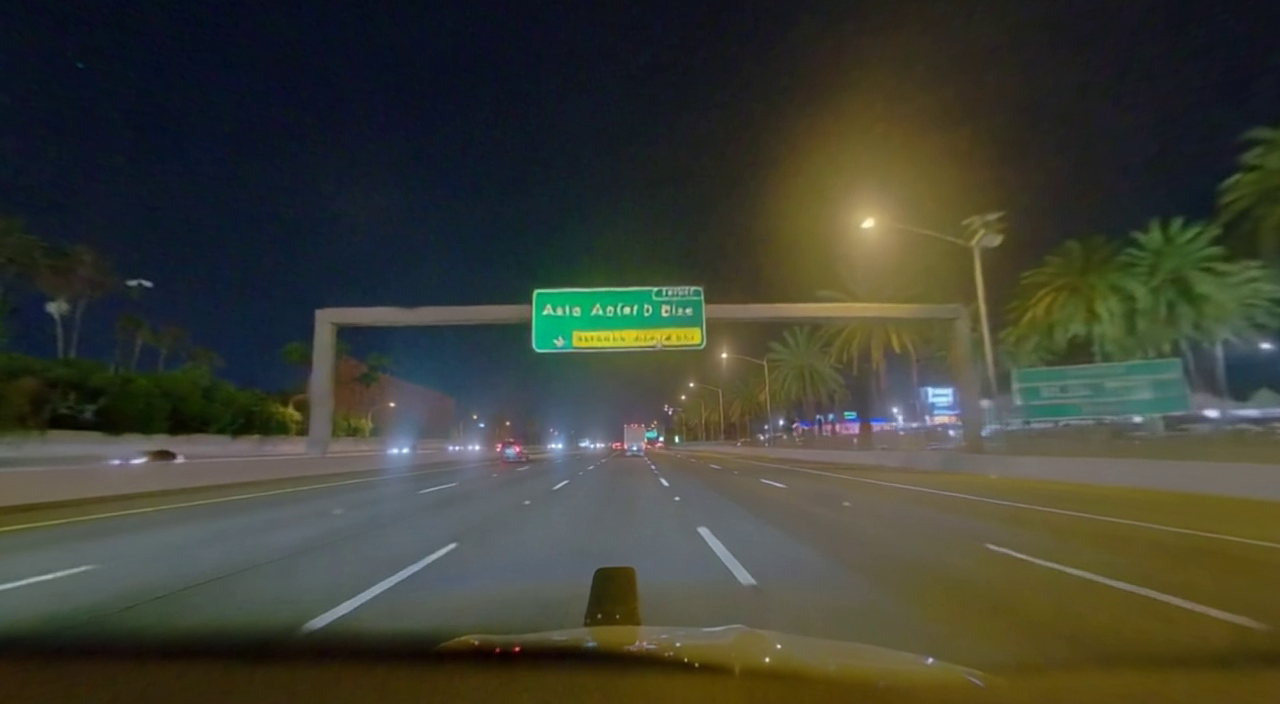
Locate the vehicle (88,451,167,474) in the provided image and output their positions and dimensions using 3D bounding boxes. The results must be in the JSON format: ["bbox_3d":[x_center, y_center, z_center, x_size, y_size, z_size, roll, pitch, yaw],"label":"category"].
[{"bbox_3d":[-37.027,7.953,45.776,1.879,1.522,4.624,0,-8,-1],"label":"vehicle"}]

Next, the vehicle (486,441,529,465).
[{"bbox_3d":[-8.890,6.807,42.769,1.971,1.552,4.465,0,-8,-1],"label":"vehicle"}]

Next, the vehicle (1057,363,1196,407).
[{"bbox_3d":[17.352,1.203,22.631,3.539,1.395,1.688,0,-9,-1],"label":"vehicle"}]
